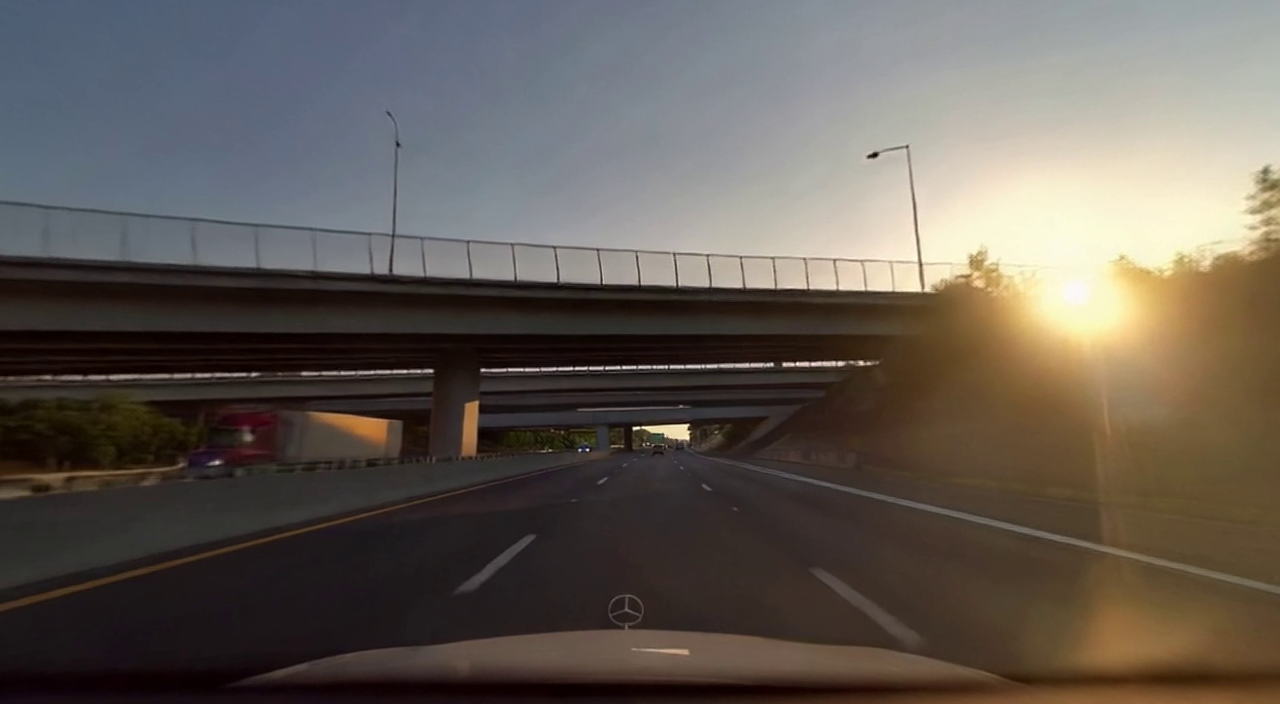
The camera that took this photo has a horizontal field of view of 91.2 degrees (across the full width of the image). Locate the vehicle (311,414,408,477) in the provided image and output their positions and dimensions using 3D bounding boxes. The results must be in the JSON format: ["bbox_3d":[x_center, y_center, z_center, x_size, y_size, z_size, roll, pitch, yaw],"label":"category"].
[{"bbox_3d":[-19.753,6.668,44.864,2.872,4.021,8.230,0,-9,1],"label":"vehicle"}]

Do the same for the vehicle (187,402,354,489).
[{"bbox_3d":[-19.975,5.207,35.055,3.018,4.100,9.977,0,-9,1],"label":"vehicle"}]
